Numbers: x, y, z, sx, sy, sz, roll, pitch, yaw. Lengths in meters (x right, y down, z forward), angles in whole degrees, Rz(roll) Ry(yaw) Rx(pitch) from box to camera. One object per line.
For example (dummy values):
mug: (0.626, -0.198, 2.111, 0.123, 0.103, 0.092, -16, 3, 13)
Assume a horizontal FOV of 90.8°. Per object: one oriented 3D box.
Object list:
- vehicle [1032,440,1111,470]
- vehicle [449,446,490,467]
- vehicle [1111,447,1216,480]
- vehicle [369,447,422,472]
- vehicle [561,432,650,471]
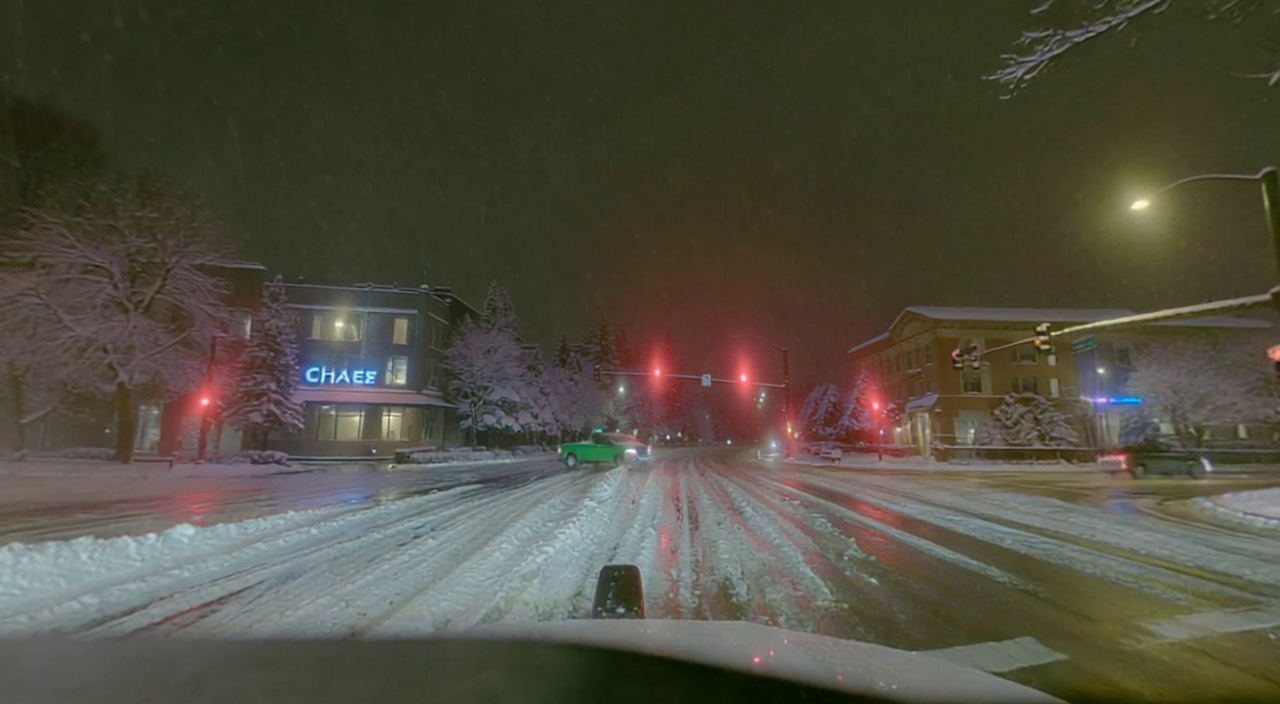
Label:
vehicle: (26.349, 6.265, 38.553, 4.541, 1.731, 2.007, 5, -10, -28)
vehicle: (-12.619, 7.762, 47.093, 1.946, 1.474, 4.008, 0, -9, 0)
vehicle: (25.846, 5.463, 31.175, 4.658, 1.478, 1.946, 4, -9, -24)
vehicle: (-16.245, 7.139, 42.242, 1.883, 1.586, 4.297, 0, -9, -1)
vehicle: (-1.979, 5.342, 34.122, 2.289, 1.927, 5.667, 5, -10, -32)
